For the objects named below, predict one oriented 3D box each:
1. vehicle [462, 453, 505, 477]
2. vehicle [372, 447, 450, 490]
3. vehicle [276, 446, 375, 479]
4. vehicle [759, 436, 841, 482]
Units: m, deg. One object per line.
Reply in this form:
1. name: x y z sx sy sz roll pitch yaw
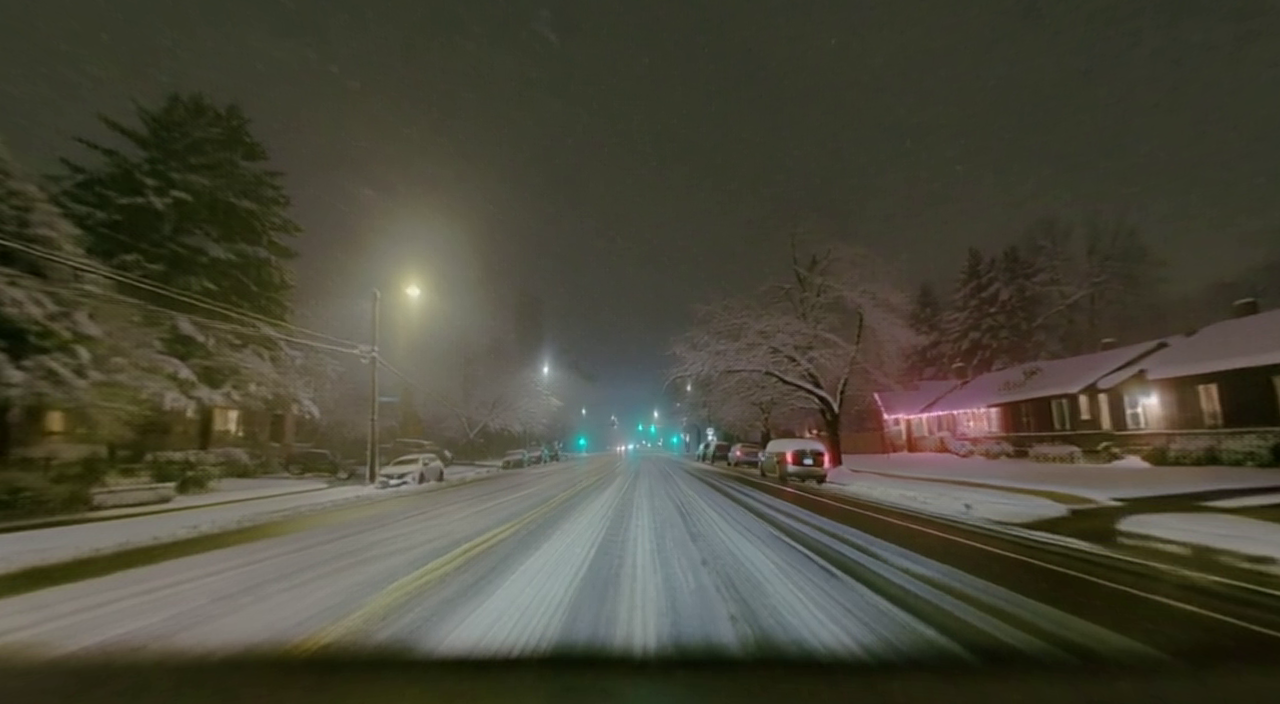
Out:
1. vehicle: -10.692 7.721 43.335 1.838 1.450 4.317 0 -8 0
2. vehicle: -10.703 5.438 29.839 1.996 1.781 4.139 -3 -9 2
3. vehicle: -18.447 6.503 37.244 4.699 1.853 2.095 0 -9 2
4. vehicle: 7.443 5.035 30.156 2.224 1.956 6.057 0 -8 -1
